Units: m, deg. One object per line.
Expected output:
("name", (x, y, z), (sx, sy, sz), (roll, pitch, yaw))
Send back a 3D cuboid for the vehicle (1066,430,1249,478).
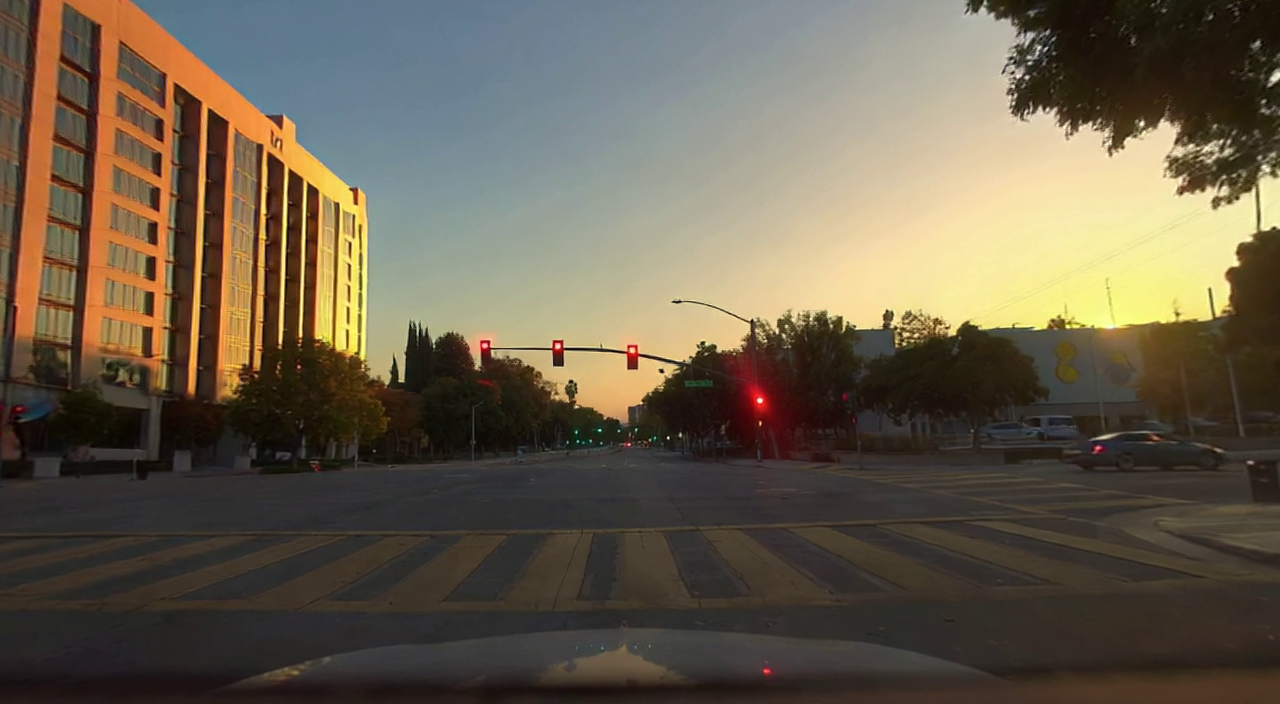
("vehicle", (20.760, 4.100, 25.570), (5.357, 1.814, 2.141), (-1, -8, 3))
